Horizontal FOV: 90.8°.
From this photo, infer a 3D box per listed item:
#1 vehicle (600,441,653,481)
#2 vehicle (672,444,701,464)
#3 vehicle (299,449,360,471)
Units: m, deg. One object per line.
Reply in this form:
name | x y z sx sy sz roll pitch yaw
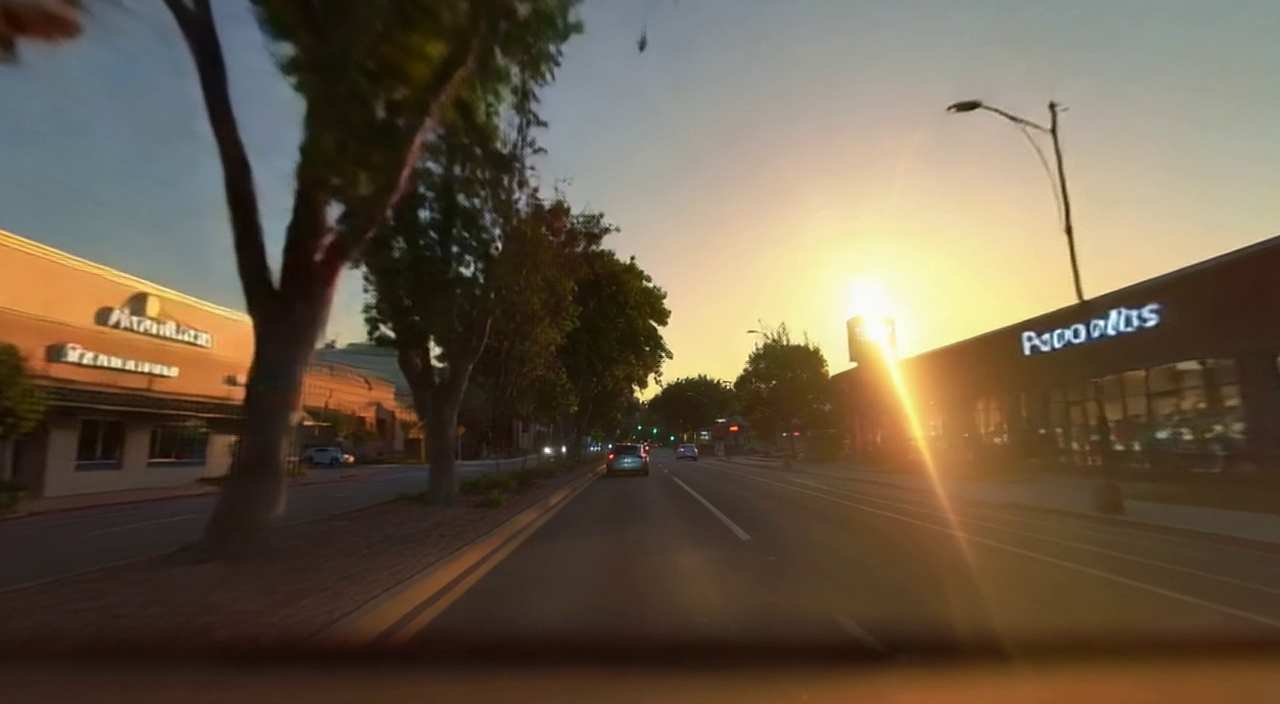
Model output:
vehicle | -0.506 4.358 25.556 2.006 1.487 3.535 0 -8 0
vehicle | 3.632 8.002 49.847 1.910 1.474 4.003 0 -8 -1
vehicle | -23.408 8.150 47.732 3.650 1.487 1.757 -1 -8 -1
